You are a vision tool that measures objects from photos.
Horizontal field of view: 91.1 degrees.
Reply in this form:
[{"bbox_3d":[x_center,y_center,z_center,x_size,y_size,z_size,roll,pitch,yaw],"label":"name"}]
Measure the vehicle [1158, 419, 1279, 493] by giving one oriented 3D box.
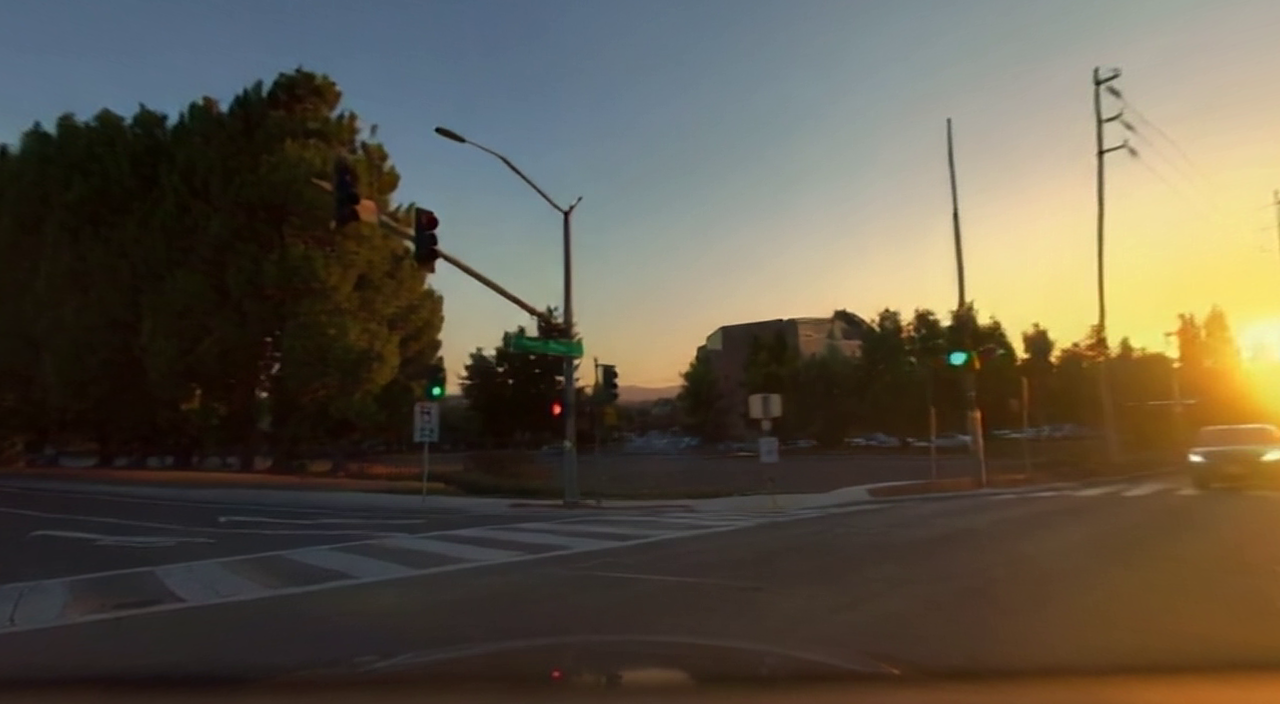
[{"bbox_3d":[14.201,2.414,14.836,4.293,1.504,2.029,6,-11,-38],"label":"vehicle"}]
